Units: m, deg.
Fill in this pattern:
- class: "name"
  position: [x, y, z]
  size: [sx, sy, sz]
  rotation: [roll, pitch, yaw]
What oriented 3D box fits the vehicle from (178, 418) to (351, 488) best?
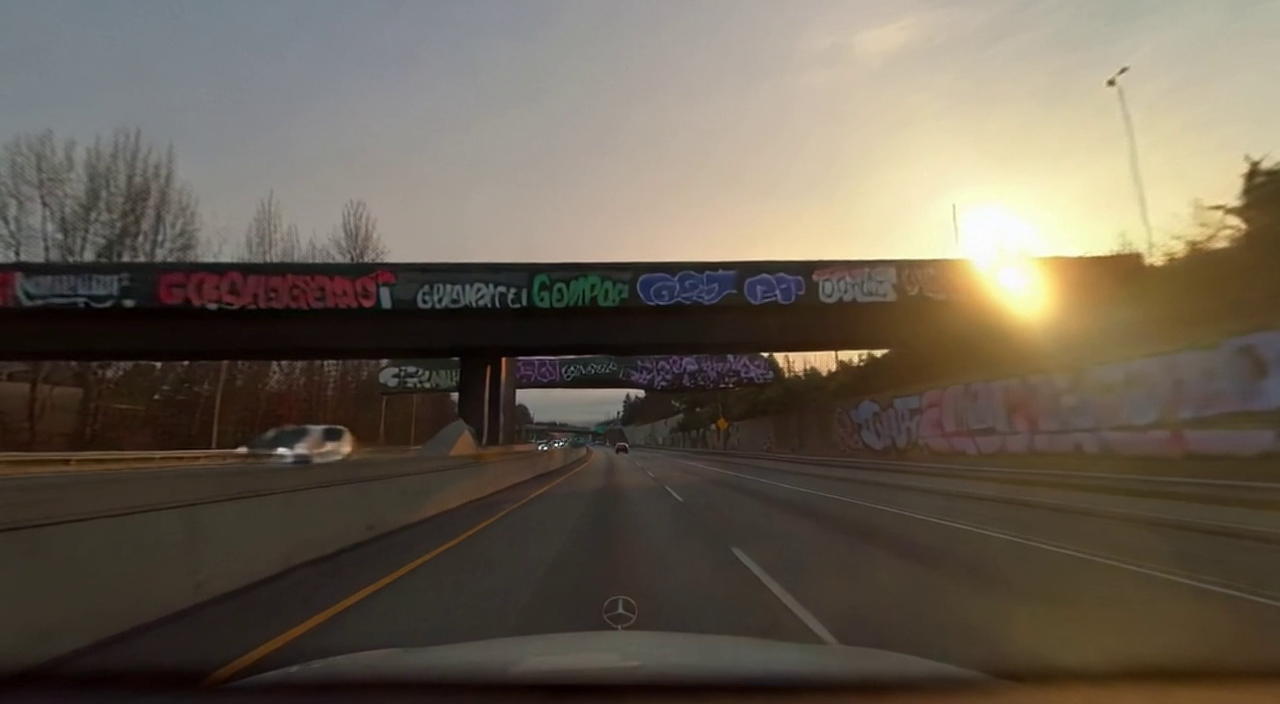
- class: "vehicle"
  position: [-9.469, 2.609, 16.304]
  size: [1.931, 1.553, 4.205]
  rotation: [0, -9, -1]
